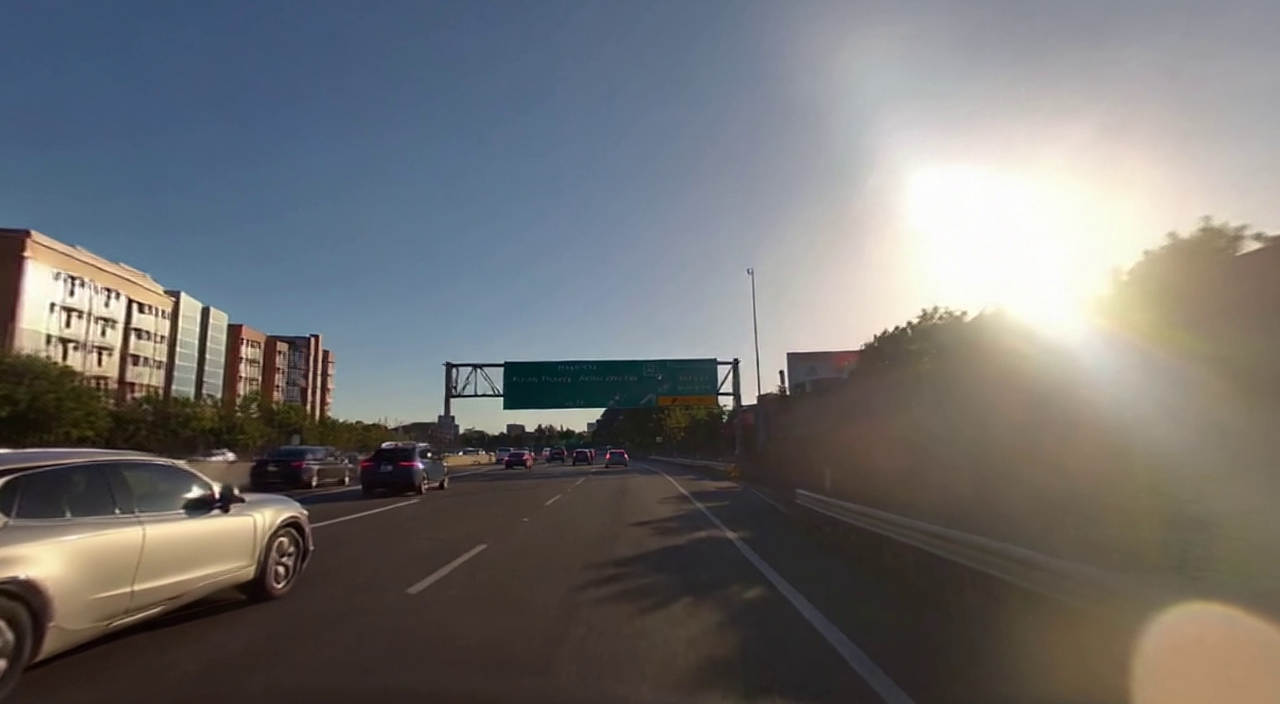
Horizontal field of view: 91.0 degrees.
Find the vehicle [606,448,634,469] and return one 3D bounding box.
[{"bbox_3d":[-1.557,8.183,48.761,2.110,1.501,4.319,0,-9,-2],"label":"vehicle"}]

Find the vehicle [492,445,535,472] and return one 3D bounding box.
[{"bbox_3d":[-8.465,7.150,42.617,2.065,1.689,4.399,0,-9,-1],"label":"vehicle"}]

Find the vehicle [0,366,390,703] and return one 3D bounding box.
[{"bbox_3d":[-3.733,1.182,4.352,2.036,1.717,4.592,0,-9,1],"label":"vehicle"}]

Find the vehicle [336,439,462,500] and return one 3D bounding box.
[{"bbox_3d":[-7.302,3.592,19.707,2.075,1.642,4.638,0,-9,1],"label":"vehicle"}]
